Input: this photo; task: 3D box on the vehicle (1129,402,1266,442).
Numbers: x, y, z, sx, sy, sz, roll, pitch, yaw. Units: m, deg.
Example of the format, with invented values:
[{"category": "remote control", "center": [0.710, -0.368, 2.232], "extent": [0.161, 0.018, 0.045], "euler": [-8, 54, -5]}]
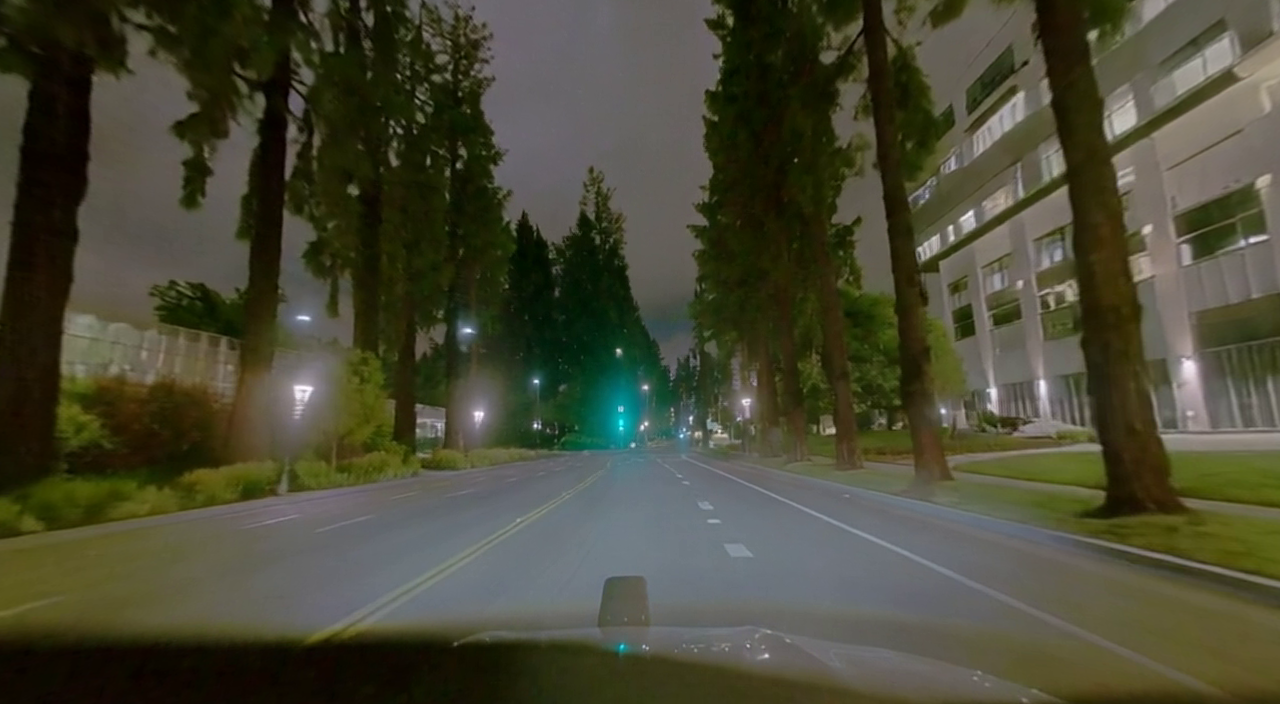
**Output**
[{"category": "vehicle", "center": [29.224, 3.712, 33.396], "extent": [2.116, 1.879, 5.844], "euler": [-2, -7, 3]}]

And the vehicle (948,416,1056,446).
[{"category": "vehicle", "center": [22.728, 4.957, 39.706], "extent": [5.623, 1.647, 1.832], "euler": [-2, -6, 0]}]
